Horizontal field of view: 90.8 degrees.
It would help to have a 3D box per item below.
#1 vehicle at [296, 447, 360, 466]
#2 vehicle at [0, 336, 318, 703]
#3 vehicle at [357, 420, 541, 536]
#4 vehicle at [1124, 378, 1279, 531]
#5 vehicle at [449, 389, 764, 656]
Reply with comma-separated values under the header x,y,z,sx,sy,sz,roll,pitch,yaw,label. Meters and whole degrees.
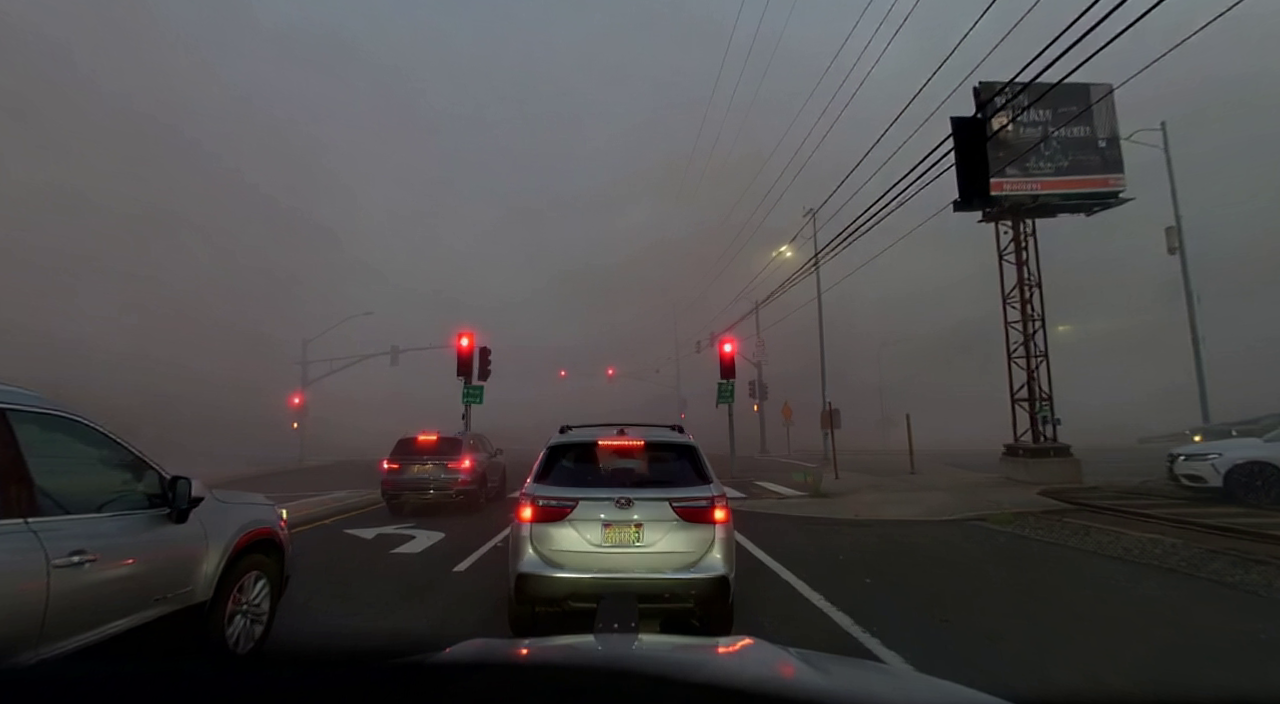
x,y,z,sx,sy,sz,roll,pitch,yaw,label
-24.208,8.095,49.074,4.357,1.444,1.842,-3,-9,19,vehicle
-3.936,0.874,3.059,2.052,1.814,5.184,0,-9,-1,vehicle
-3.158,2.183,11.514,1.988,1.678,4.317,0,-9,0,vehicle
9.608,1.310,8.200,5.060,1.702,2.033,1,-9,-4,vehicle
-0.215,1.379,5.997,2.025,1.723,3.644,0,-9,0,vehicle
